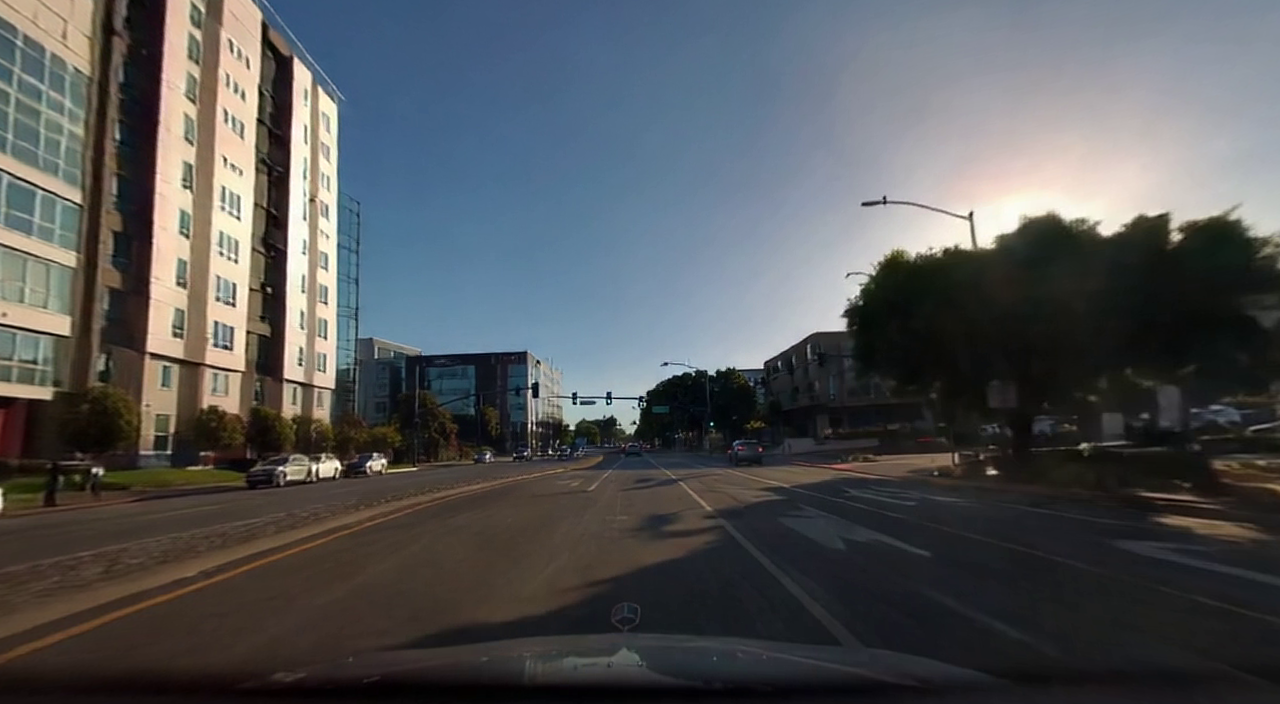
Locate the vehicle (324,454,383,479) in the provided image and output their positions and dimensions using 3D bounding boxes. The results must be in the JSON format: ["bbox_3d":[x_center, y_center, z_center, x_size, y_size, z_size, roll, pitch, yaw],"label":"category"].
[{"bbox_3d":[-18.789,7.489,41.663,1.861,1.499,4.605,0,-9,-1],"label":"vehicle"}]

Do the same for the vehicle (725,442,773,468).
[{"bbox_3d":[6.457,6.195,38.036,1.992,1.447,4.414,0,-9,-2],"label":"vehicle"}]

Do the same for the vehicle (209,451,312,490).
[{"bbox_3d":[-18.685,5.797,31.416,2.047,1.756,4.844,0,-9,0],"label":"vehicle"}]

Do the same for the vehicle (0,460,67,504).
[{"bbox_3d":[-28.096,5.806,28.387,1.959,1.677,4.861,1,-9,-24],"label":"vehicle"}]

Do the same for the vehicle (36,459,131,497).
[{"bbox_3d":[-25.707,5.789,29.356,2.099,1.561,4.013,4,-9,-24],"label":"vehicle"}]
